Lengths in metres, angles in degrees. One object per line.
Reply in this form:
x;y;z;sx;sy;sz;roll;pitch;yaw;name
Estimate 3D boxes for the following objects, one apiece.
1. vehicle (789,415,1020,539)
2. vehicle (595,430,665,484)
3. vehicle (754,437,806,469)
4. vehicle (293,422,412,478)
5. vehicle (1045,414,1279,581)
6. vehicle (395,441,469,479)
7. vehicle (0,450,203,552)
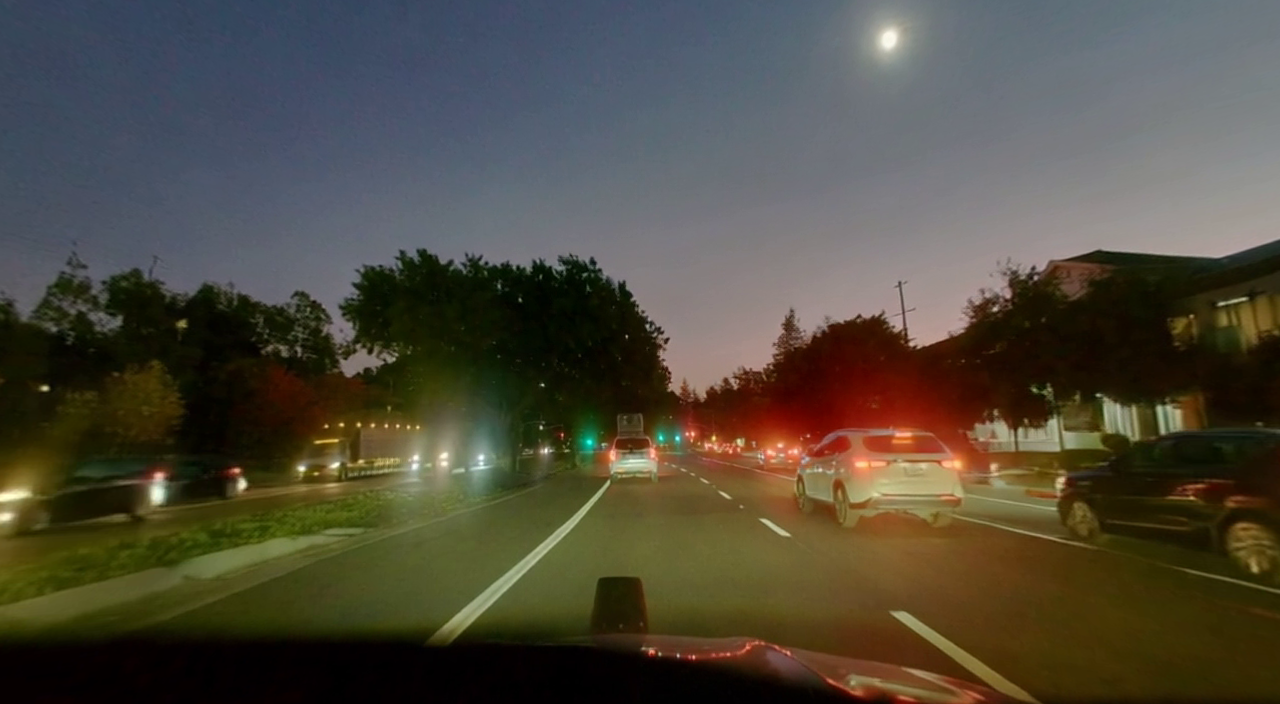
4.170;2.055;10.974;2.100;1.689;4.501;0;-8;1;vehicle
-0.347;3.871;23.473;2.332;1.798;4.546;0;-8;0;vehicle
7.866;5.711;35.852;1.971;1.722;4.341;0;-8;0;vehicle
-19.914;6.913;44.815;3.233;3.473;10.664;0;-8;1;vehicle
7.207;1.571;7.243;2.133;1.583;4.496;0;-8;1;vehicle
-10.517;5.465;32.218;2.142;1.742;4.523;0;-8;1;vehicle
-10.377;2.503;11.260;1.907;1.471;4.410;0;-8;1;vehicle
